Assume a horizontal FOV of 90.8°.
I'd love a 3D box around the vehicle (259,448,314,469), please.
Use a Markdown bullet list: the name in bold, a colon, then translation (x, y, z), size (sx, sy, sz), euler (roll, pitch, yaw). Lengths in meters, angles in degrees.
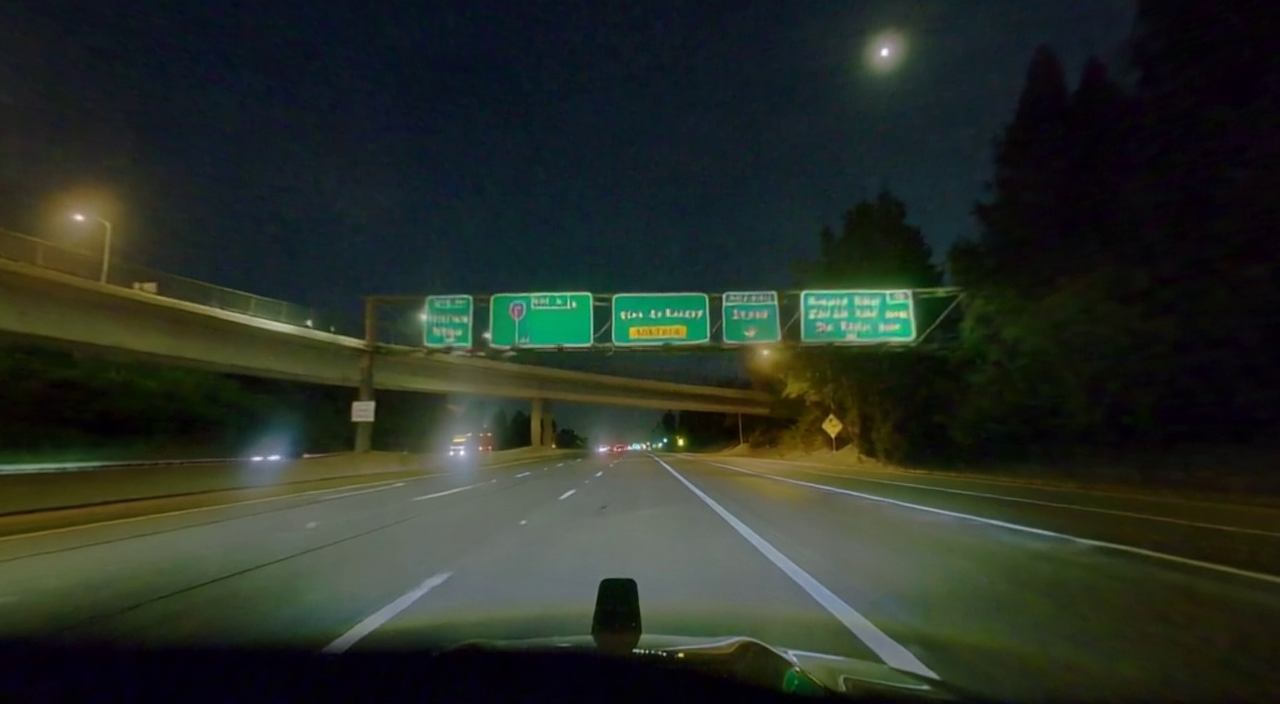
- **vehicle**: translation (-27.058, 8.139, 48.503), size (1.766, 1.546, 4.362), euler (0, -9, -1)
